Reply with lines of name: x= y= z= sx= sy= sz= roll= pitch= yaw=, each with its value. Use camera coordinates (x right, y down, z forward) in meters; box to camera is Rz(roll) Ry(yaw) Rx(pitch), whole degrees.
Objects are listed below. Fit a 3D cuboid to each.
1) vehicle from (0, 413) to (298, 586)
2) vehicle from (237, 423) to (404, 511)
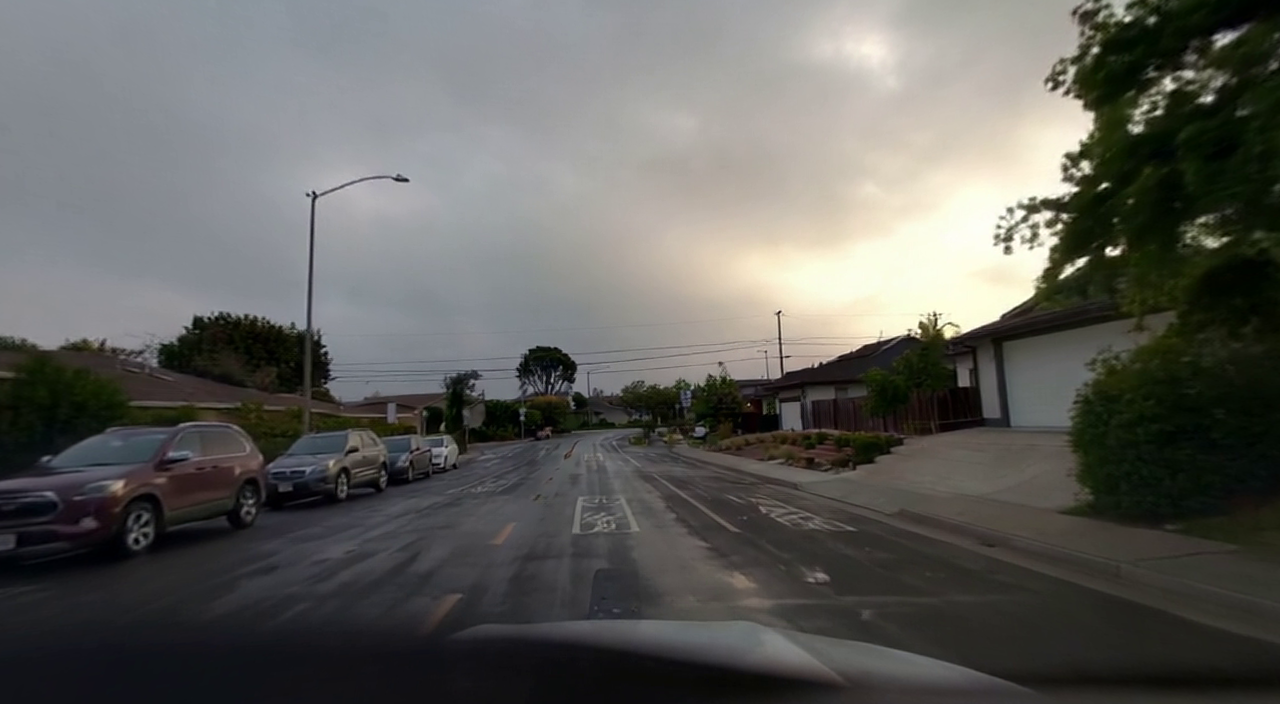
vehicle: x=-6.826 y=1.808 z=8.682 sx=2.147 sy=1.780 sz=4.165 roll=0 pitch=-8 yaw=-5
vehicle: x=-7.327 y=2.637 z=15.064 sx=1.865 sy=1.750 sz=4.507 roll=0 pitch=-8 yaw=-4
